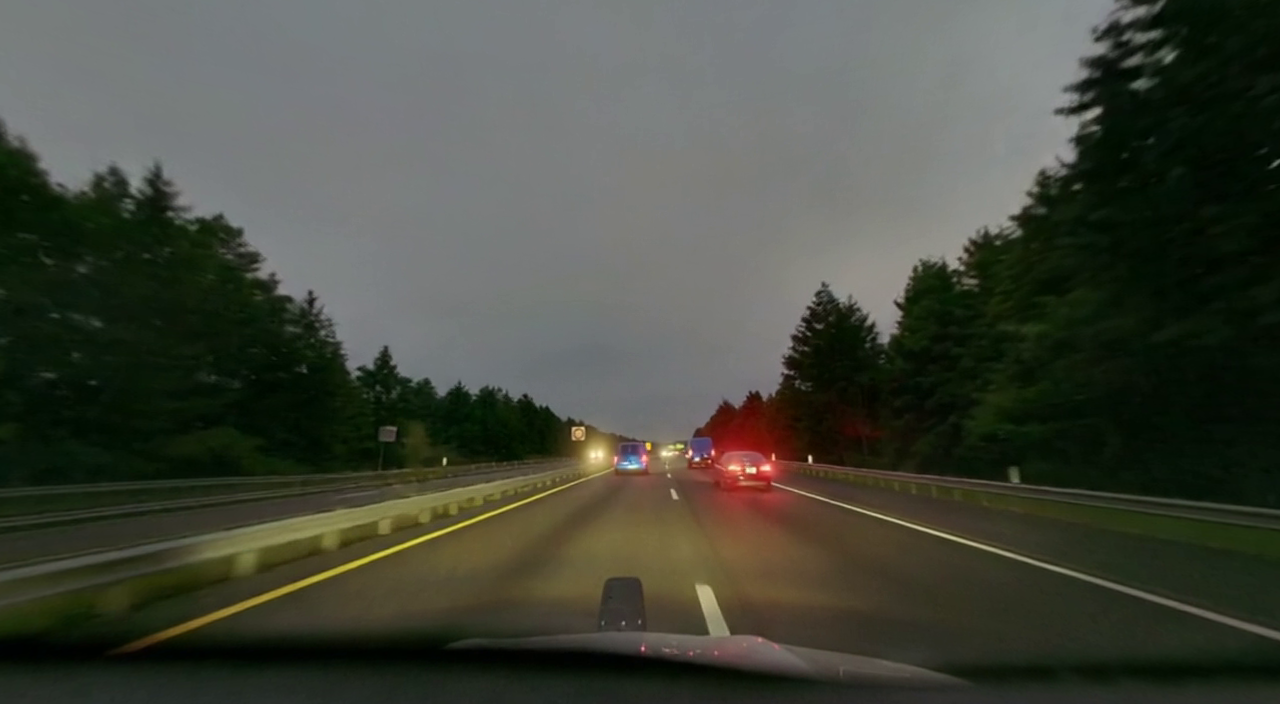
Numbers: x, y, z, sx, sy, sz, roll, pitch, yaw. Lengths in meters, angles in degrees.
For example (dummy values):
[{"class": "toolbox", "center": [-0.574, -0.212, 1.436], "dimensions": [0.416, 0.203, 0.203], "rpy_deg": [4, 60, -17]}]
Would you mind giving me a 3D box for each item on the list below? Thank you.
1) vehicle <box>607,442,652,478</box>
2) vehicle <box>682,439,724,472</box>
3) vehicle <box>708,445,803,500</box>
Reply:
[{"class": "vehicle", "center": [-0.458, 5.505, 32.274], "dimensions": [2.087, 1.707, 4.316], "rpy_deg": [-1, -9, 2]}, {"class": "vehicle", "center": [4.069, 6.806, 41.515], "dimensions": [2.371, 2.045, 4.768], "rpy_deg": [-1, -9, 1]}, {"class": "vehicle", "center": [3.314, 3.577, 19.167], "dimensions": [2.043, 1.431, 4.922], "rpy_deg": [-1, -9, 1]}]
